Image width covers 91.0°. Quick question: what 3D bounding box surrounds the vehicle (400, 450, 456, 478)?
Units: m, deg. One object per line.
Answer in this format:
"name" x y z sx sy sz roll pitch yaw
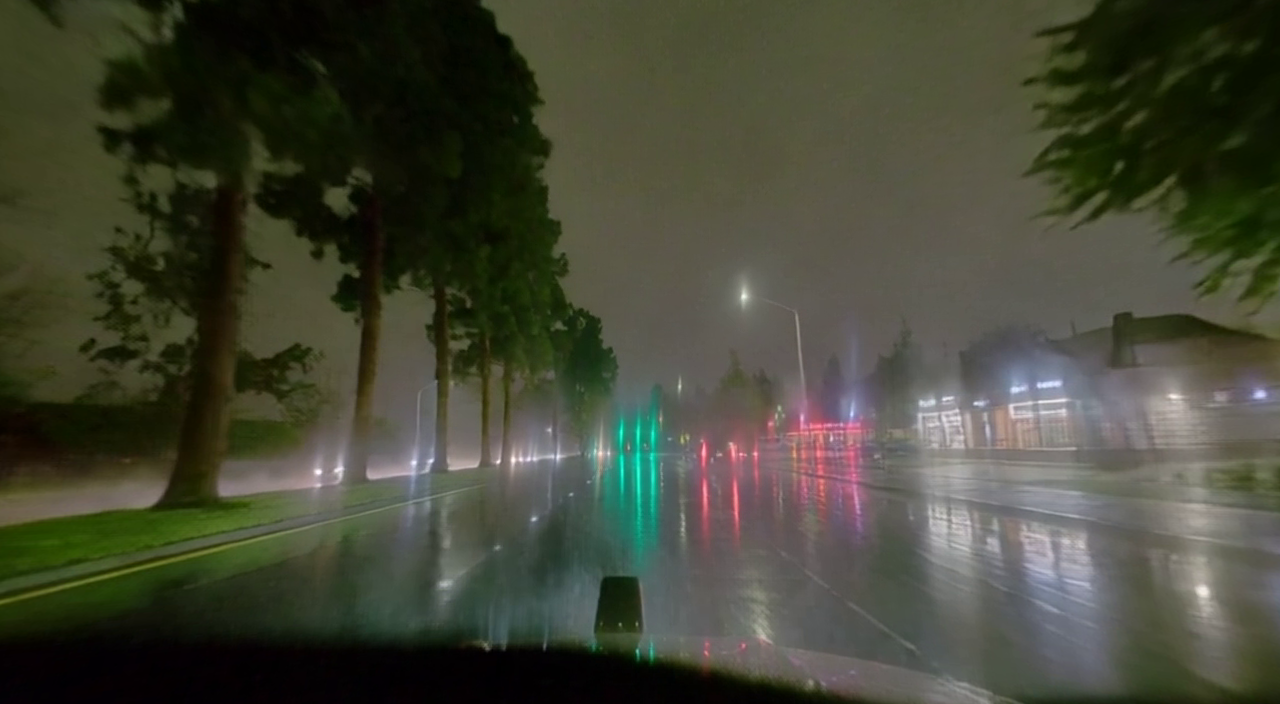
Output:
"vehicle" -12.807 6.773 38.284 1.921 1.520 4.231 0 -8 0

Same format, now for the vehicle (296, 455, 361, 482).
"vehicle" -19.848 7.414 40.330 1.881 1.497 4.488 0 -8 0

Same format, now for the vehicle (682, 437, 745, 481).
"vehicle" 3.073 4.563 27.158 2.083 1.743 4.354 0 -8 -1
